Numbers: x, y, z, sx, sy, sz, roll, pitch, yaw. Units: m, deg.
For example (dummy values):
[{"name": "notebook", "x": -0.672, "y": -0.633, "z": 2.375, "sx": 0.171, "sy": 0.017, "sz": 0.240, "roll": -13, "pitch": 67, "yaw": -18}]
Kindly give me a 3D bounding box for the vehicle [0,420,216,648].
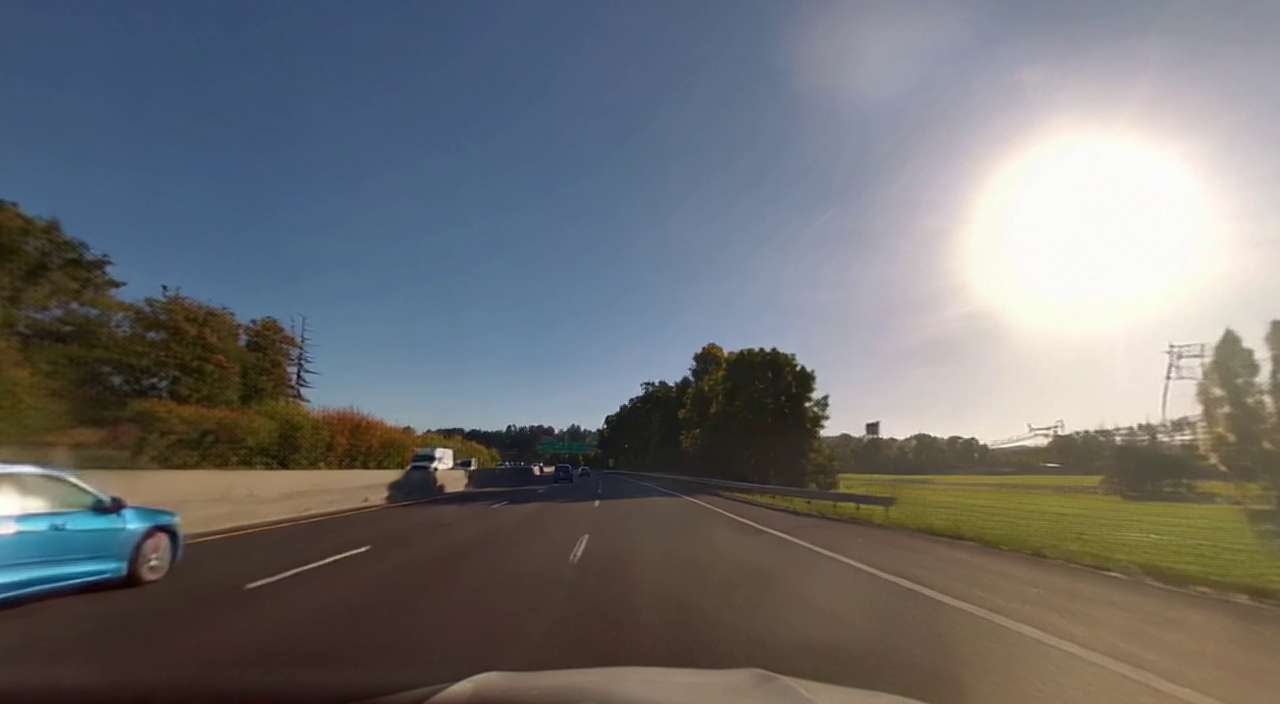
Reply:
[{"name": "vehicle", "x": -5.953, "y": 1.401, "z": 4.943, "sx": 2.194, "sy": 1.704, "sz": 4.421, "roll": 1, "pitch": -10, "yaw": -2}]
